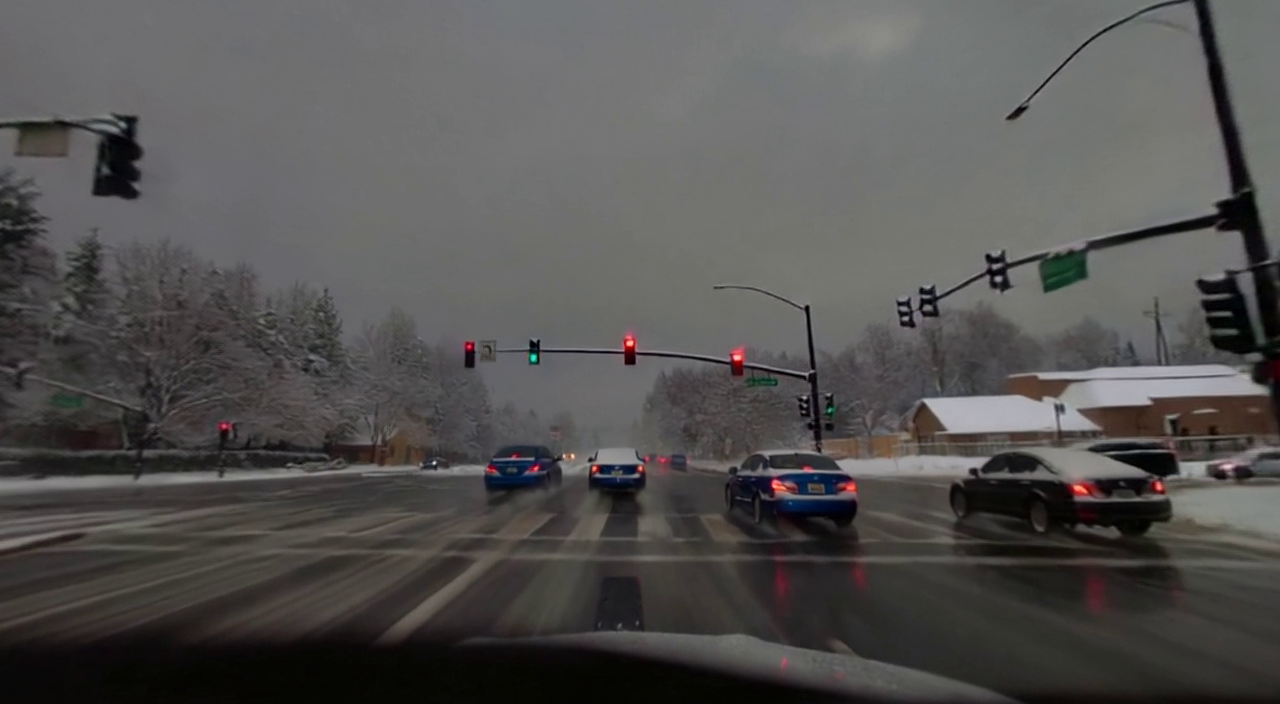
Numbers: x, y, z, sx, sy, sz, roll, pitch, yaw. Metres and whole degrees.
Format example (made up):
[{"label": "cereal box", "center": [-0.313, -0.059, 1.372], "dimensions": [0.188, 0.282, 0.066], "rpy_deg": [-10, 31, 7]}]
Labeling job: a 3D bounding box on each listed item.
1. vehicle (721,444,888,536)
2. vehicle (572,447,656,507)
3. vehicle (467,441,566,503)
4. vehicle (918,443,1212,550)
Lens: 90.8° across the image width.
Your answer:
[{"label": "vehicle", "center": [3.015, 2.613, 12.710], "dimensions": [2.053, 1.490, 4.464], "rpy_deg": [0, -8, -1]}, {"label": "vehicle", "center": [-0.668, 3.434, 17.854], "dimensions": [2.065, 1.464, 4.216], "rpy_deg": [0, -8, -1]}, {"label": "vehicle", "center": [-3.528, 3.516, 18.962], "dimensions": [2.073, 1.606, 4.364], "rpy_deg": [0, -8, 0]}, {"label": "vehicle", "center": [6.900, 2.340, 11.044], "dimensions": [2.004, 1.455, 4.417], "rpy_deg": [0, -8, -1]}]
